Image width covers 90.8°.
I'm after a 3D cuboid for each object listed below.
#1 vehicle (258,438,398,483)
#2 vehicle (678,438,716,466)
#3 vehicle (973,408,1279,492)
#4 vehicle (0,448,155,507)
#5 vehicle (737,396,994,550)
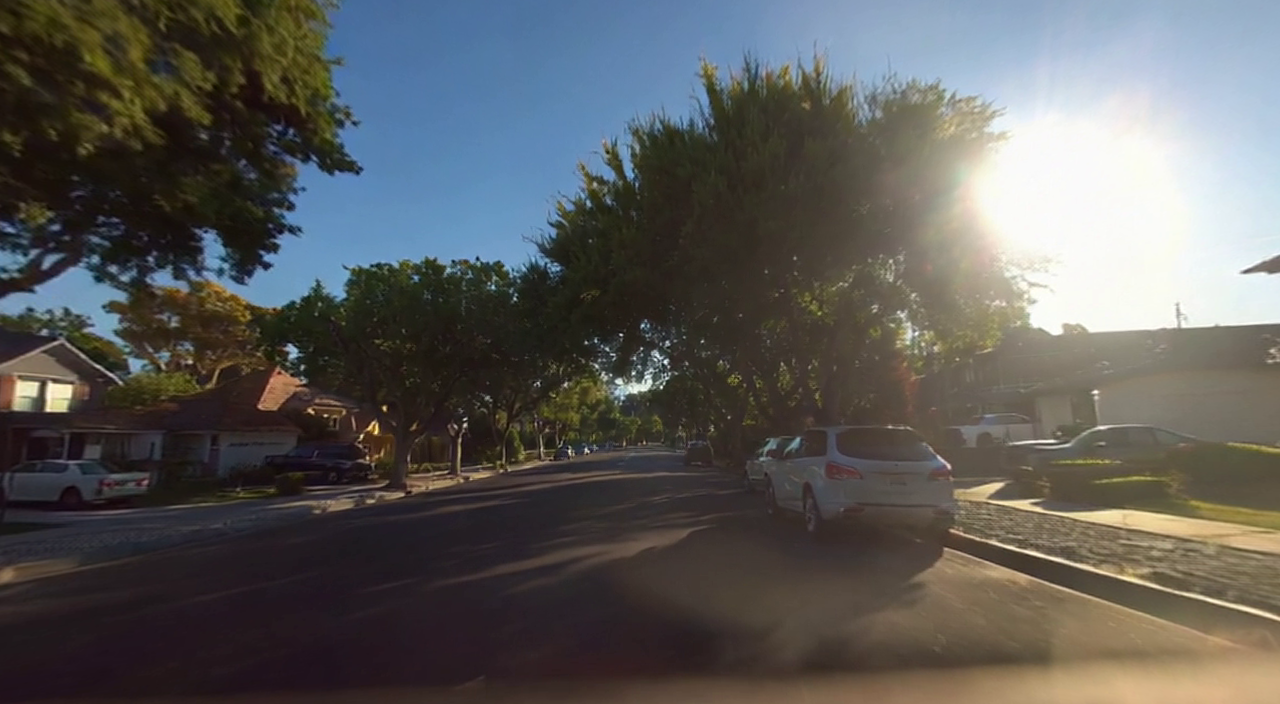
[{"bbox_3d":[-13.228,4.608,27.012,4.928,1.797,1.981,0,-8,2],"label":"vehicle"},{"bbox_3d":[3.336,5.970,37.795,2.016,1.567,4.228,0,-8,1],"label":"vehicle"},{"bbox_3d":[10.454,2.185,13.926,5.041,1.486,1.969,-5,-9,13],"label":"vehicle"},{"bbox_3d":[-16.238,3.417,17.480,4.276,1.463,1.832,-1,-8,7],"label":"vehicle"},{"bbox_3d":[3.177,1.844,10.379,2.241,1.875,5.059,0,-8,-1],"label":"vehicle"}]
